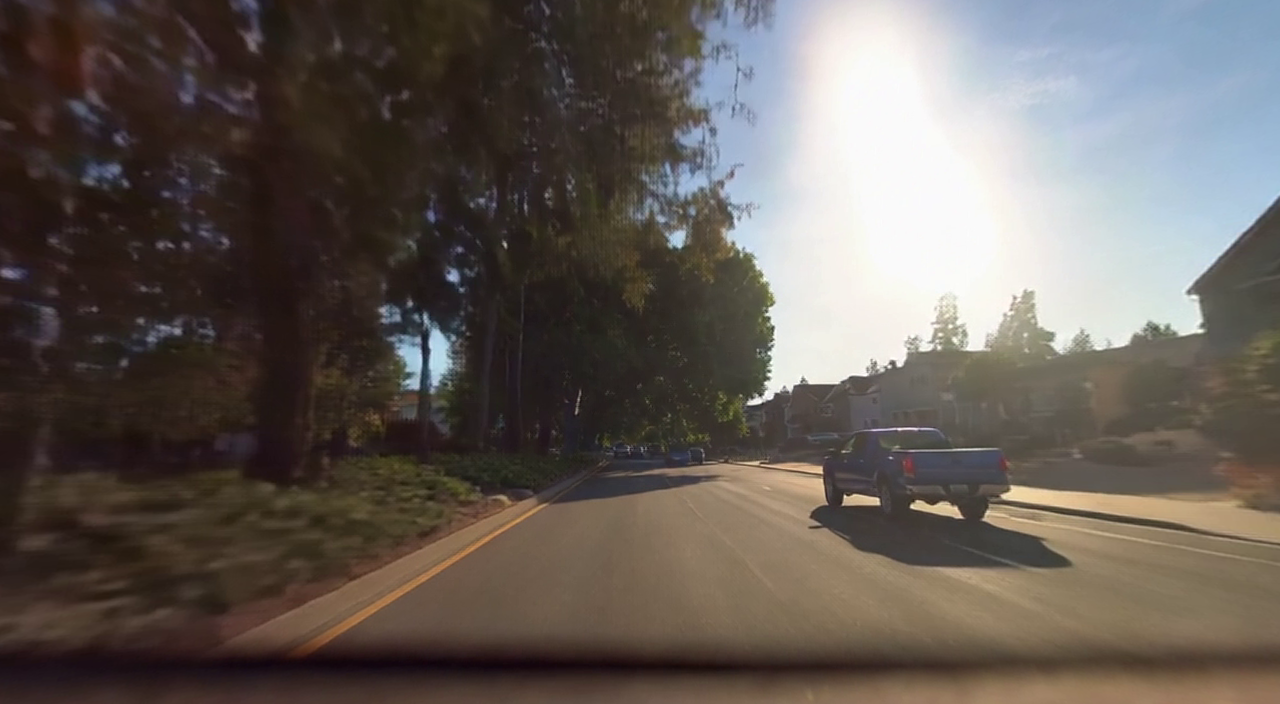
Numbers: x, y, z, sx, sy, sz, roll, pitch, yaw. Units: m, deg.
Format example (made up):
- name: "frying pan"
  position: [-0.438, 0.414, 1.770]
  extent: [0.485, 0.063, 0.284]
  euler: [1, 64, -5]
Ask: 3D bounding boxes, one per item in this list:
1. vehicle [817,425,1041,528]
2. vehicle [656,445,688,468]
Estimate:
- name: "vehicle"
  position: [5.919, 2.644, 14.029]
  extent: [2.262, 1.769, 5.666]
  euler: [1, -9, -1]
- name: "vehicle"
  position: [2.398, 8.000, 48.437]
  extent: [2.061, 1.632, 4.222]
  euler: [1, -9, -2]
